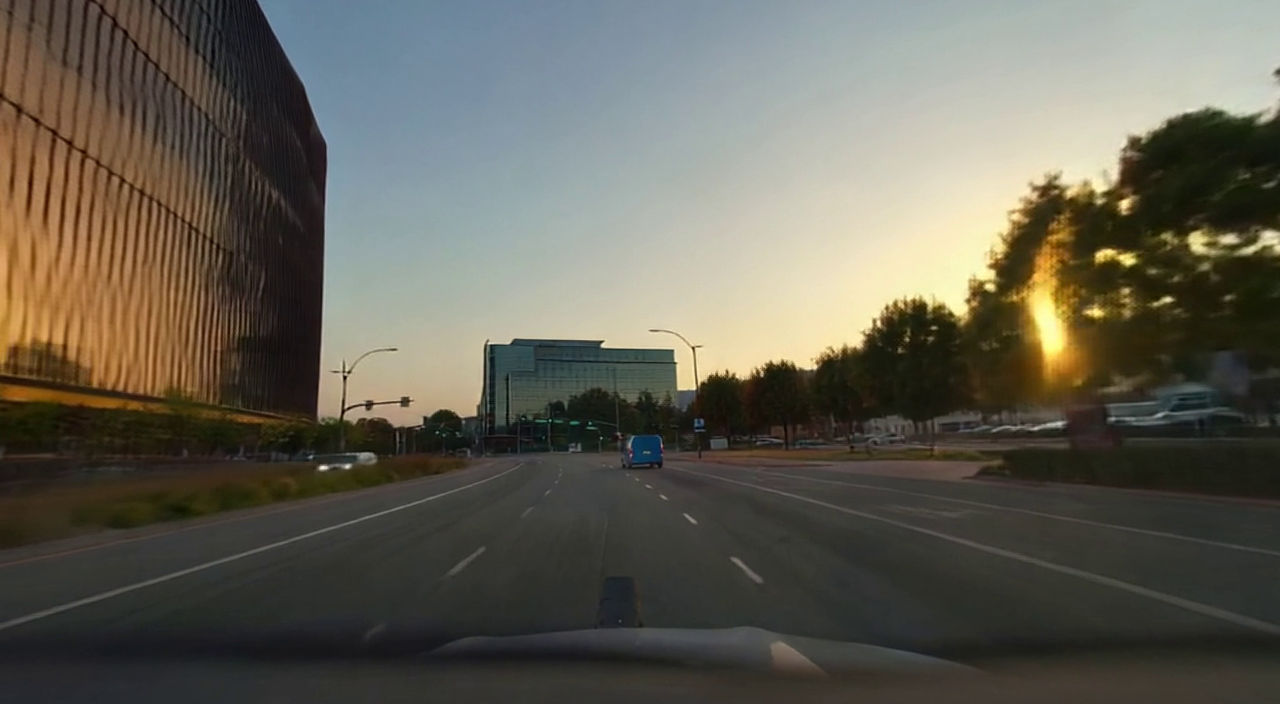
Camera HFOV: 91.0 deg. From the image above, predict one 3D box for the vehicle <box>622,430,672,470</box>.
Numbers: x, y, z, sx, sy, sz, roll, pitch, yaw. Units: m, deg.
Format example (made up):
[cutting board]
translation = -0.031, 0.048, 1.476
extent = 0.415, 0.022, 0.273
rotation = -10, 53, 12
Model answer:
[vehicle]
translation = 0.333, 6.006, 38.627
extent = 2.339, 2.244, 4.817
rotation = 1, -9, -8
